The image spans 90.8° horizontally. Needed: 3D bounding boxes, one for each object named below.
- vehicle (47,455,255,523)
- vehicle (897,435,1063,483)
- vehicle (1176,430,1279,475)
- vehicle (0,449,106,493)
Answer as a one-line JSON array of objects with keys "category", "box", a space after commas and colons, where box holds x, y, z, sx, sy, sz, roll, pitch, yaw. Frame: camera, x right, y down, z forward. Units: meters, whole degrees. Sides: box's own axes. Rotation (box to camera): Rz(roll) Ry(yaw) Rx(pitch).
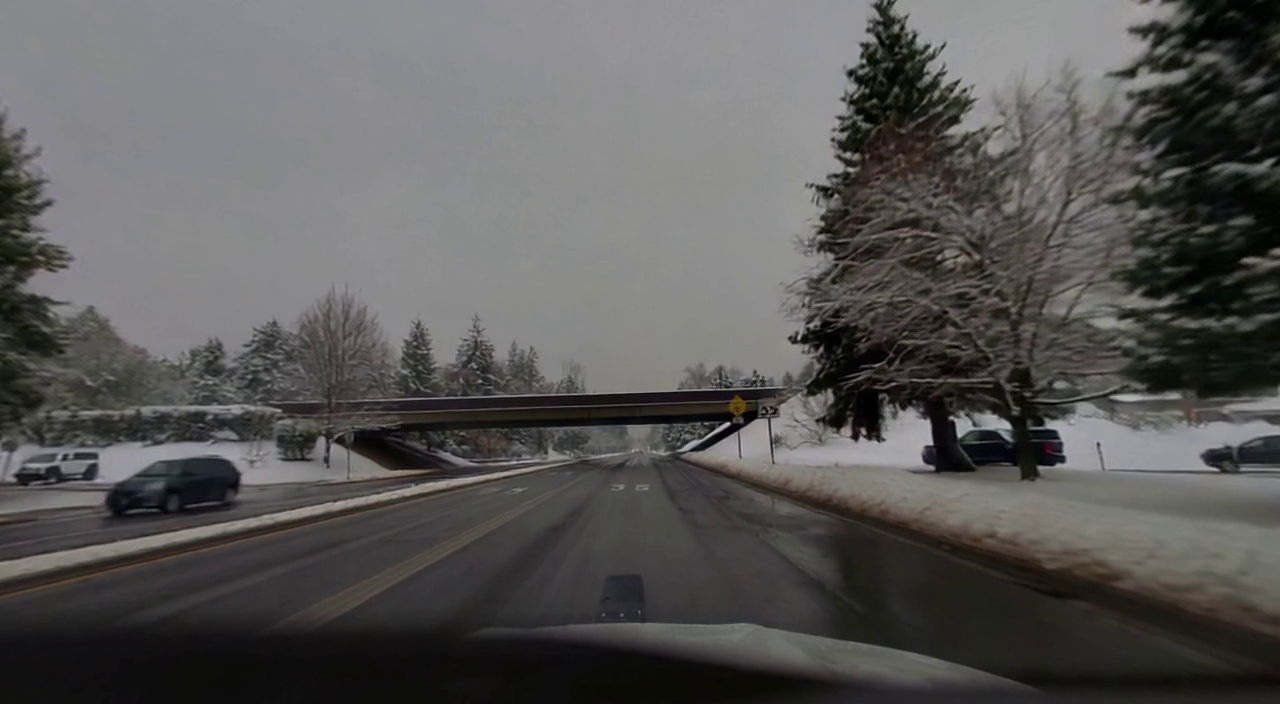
[{"category": "vehicle", "box": [-13.182, 3.678, 17.544, 1.972, 1.551, 4.755, 0, -9, 0]}, {"category": "vehicle", "box": [11.434, 3.621, 21.620, 1.809, 1.432, 4.629, 5, -10, -31]}, {"category": "vehicle", "box": [22.893, 3.587, 22.761, 1.866, 1.483, 4.910, 1, -11, -30]}, {"category": "vehicle", "box": [-32.315, 6.421, 34.438, 1.990, 2.165, 4.424, -2, -9, 13]}]
